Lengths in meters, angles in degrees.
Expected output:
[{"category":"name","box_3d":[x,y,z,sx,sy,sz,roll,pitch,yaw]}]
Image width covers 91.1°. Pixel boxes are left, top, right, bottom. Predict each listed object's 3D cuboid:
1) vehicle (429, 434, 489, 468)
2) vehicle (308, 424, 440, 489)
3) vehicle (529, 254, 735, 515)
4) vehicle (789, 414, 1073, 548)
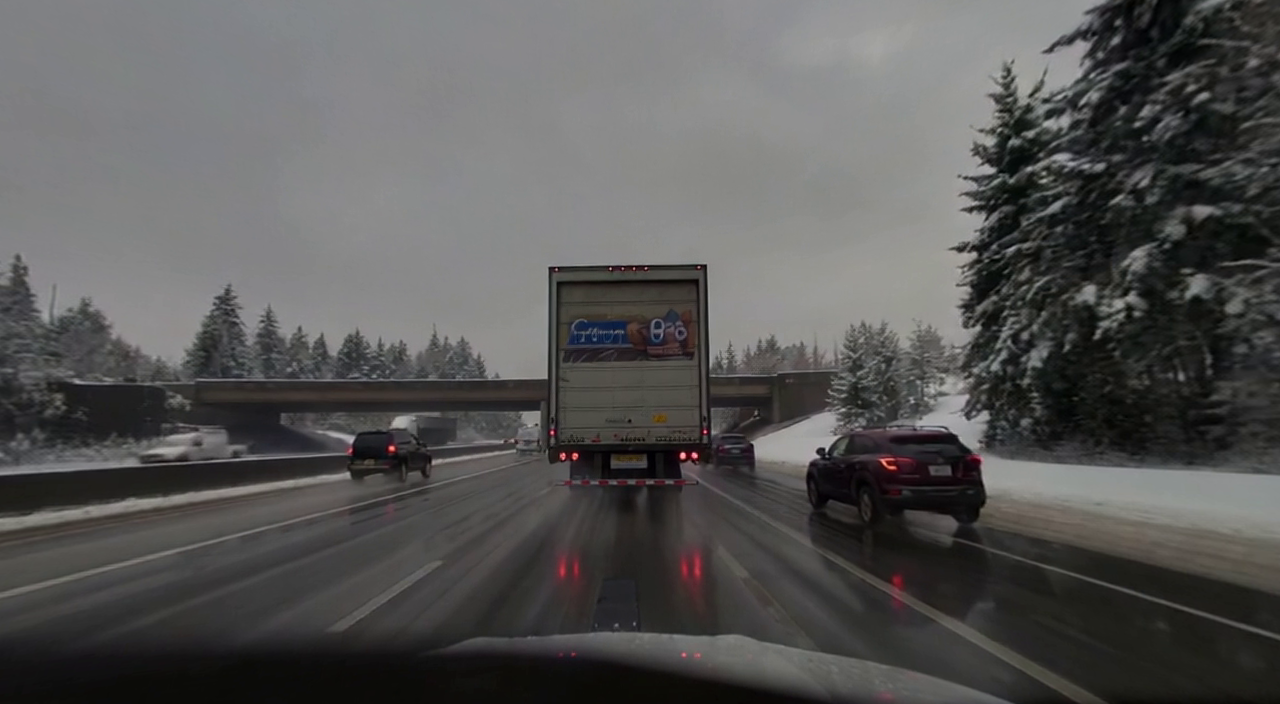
[{"category":"vehicle","box_3d":[-8.594,4.710,30.147,1.845,1.488,3.656,0,-8,-1]},{"category":"vehicle","box_3d":[-7.844,3.105,19.128,2.057,1.698,4.550,0,-8,-1]},{"category":"vehicle","box_3d":[-0.225,1.085,14.038,2.911,3.787,9.905,0,-8,-1]},{"category":"vehicle","box_3d":[3.910,1.792,9.573,2.003,1.519,4.580,0,-8,-2]}]
